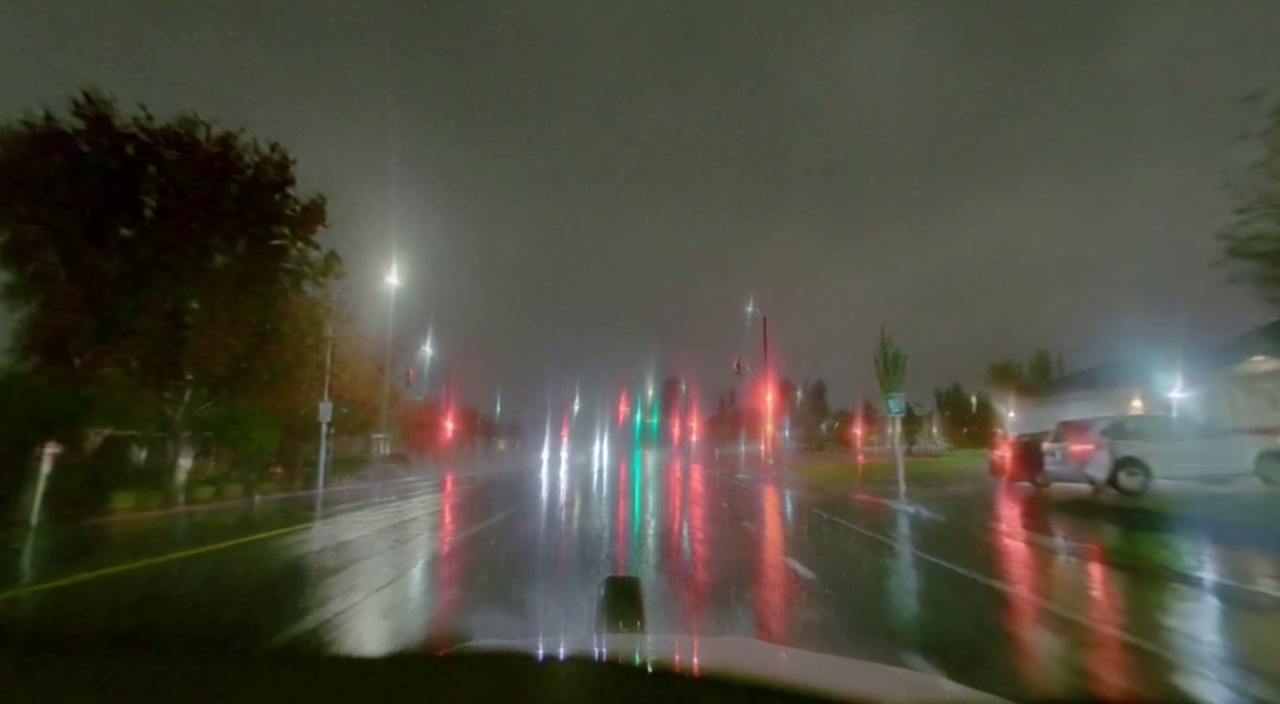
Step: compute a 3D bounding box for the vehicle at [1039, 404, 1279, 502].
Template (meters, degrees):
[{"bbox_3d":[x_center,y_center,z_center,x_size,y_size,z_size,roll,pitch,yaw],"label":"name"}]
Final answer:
[{"bbox_3d":[10.835,1.984,12.576,4.423,1.779,1.883,0,-8,1],"label":"vehicle"}]
